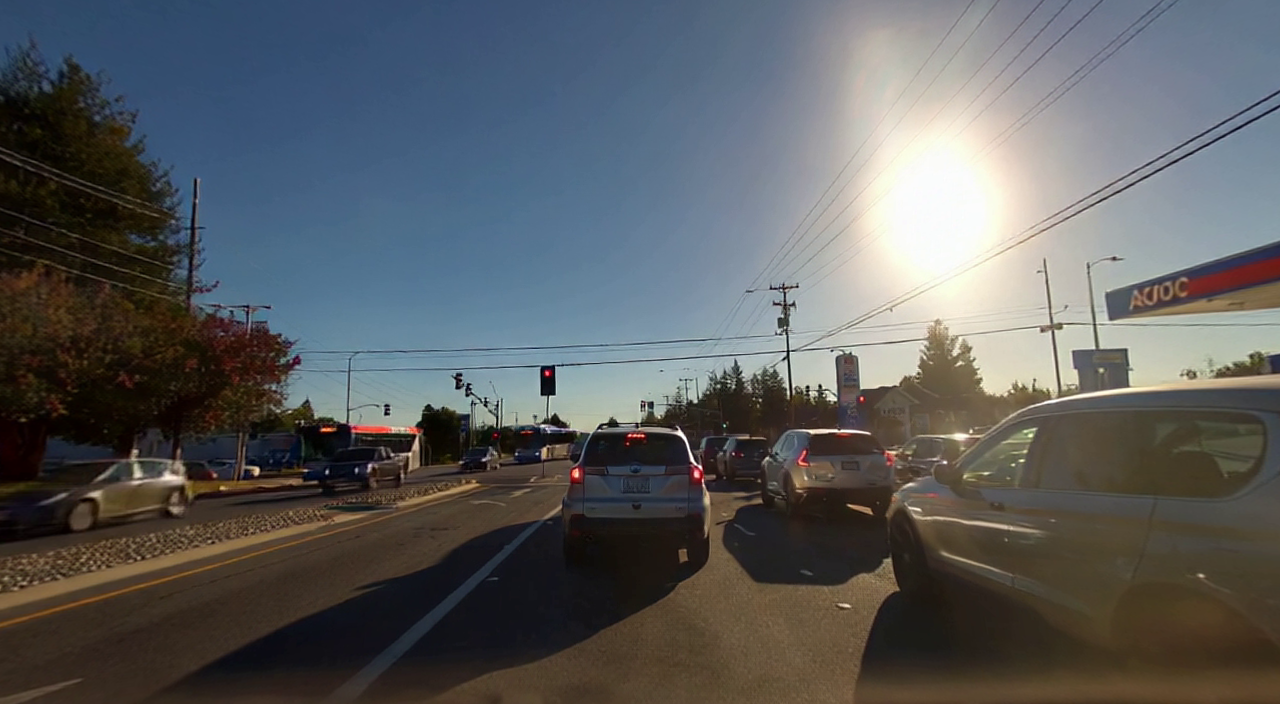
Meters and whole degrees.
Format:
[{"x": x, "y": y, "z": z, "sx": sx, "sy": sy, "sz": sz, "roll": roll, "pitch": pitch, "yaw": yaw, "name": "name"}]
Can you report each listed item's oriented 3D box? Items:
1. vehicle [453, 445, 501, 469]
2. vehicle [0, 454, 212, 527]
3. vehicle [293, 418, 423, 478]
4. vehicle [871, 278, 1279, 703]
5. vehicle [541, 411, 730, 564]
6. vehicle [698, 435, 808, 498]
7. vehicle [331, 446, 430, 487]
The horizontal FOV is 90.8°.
[{"x": -10.798, "y": 6.989, "z": 42.210, "sx": 1.976, "sy": 1.483, "sz": 4.630, "roll": 0, "pitch": -9, "yaw": 0, "name": "vehicle"}, {"x": -13.411, "y": 3.350, "z": 15.932, "sx": 1.967, "sy": 1.486, "sz": 4.701, "roll": 0, "pitch": -9, "yaw": 0, "name": "vehicle"}, {"x": -18.607, "y": 6.525, "z": 43.139, "sx": 3.010, "sy": 3.475, "sz": 12.655, "roll": 0, "pitch": -9, "yaw": 0, "name": "vehicle"}, {"x": 3.093, "y": 0.863, "z": 3.330, "sx": 2.049, "sy": 1.813, "sz": 4.245, "roll": 0, "pitch": -9, "yaw": -1, "name": "vehicle"}, {"x": -0.102, "y": 1.810, "z": 9.112, "sx": 2.087, "sy": 1.677, "sz": 4.053, "roll": 0, "pitch": -9, "yaw": -1, "name": "vehicle"}, {"x": 2.889, "y": 3.051, "z": 17.254, "sx": 2.040, "sy": 1.481, "sz": 4.407, "roll": 0, "pitch": -9, "yaw": -2, "name": "vehicle"}, {"x": -10.486, "y": 4.628, "z": 25.975, "sx": 2.030, "sy": 1.498, "sz": 4.690, "roll": 0, "pitch": -9, "yaw": 0, "name": "vehicle"}]
